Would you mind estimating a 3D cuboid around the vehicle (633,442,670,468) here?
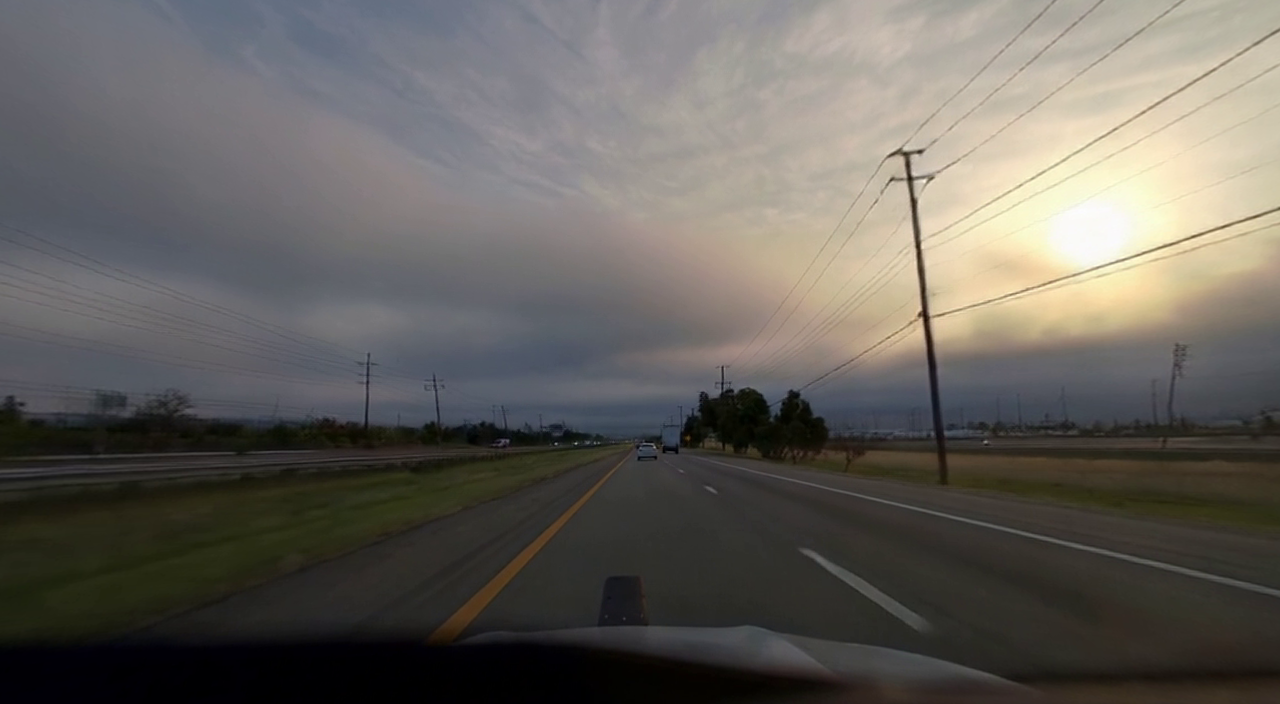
[{"bbox_3d":[0.741,6.515,40.120,2.192,1.556,4.132,-1,-8,1],"label":"vehicle"}]
